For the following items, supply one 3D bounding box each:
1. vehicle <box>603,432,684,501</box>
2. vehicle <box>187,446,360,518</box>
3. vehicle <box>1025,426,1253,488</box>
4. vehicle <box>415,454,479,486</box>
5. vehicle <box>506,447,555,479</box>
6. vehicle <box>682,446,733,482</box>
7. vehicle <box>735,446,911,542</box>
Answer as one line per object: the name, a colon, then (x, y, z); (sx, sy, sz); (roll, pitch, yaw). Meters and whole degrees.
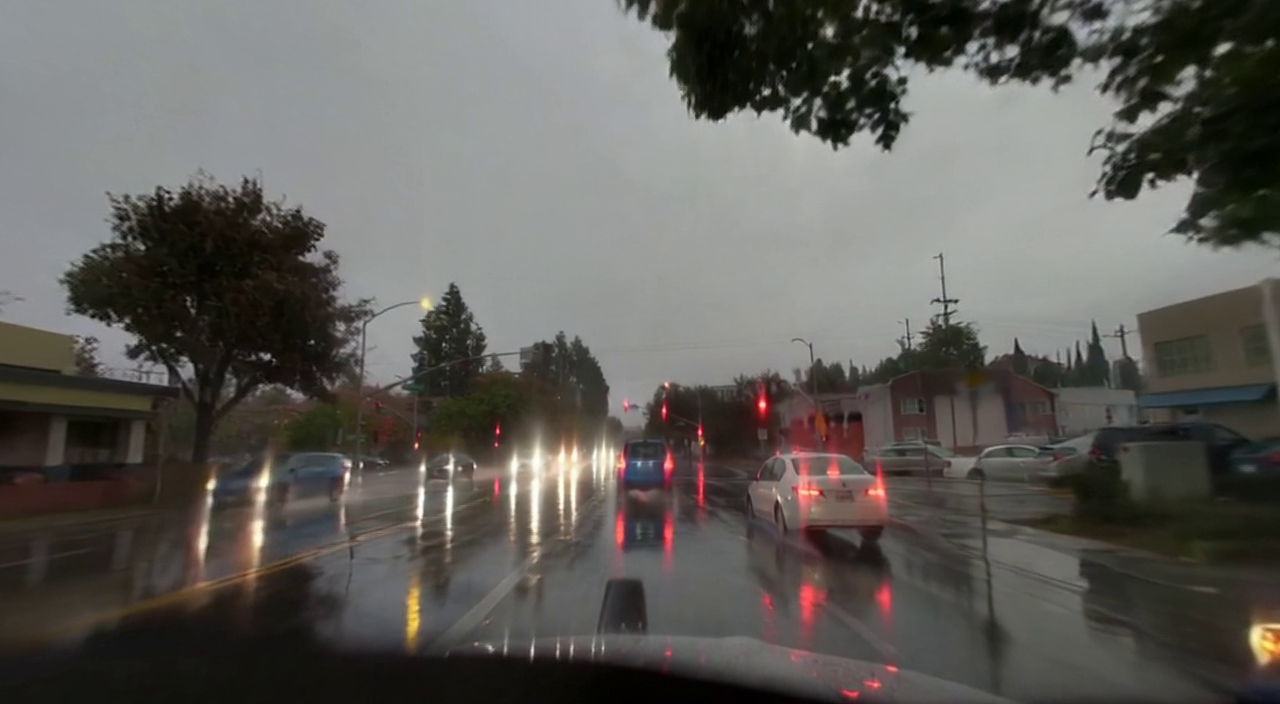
vehicle: (0.074, 3.560, 19.911); (2.296, 1.947, 4.168); (0, -9, 0)
vehicle: (-10.255, 3.610, 18.136); (2.161, 1.764, 4.725); (0, -9, 0)
vehicle: (13.704, 2.907, 17.472); (4.648, 1.583, 2.018); (0, -9, -2)
vehicle: (-10.037, 6.165, 33.066); (1.962, 1.458, 4.505); (0, -9, 0)
vehicle: (-6.416, 6.545, 37.327); (2.092, 1.802, 4.270); (0, -9, 1)
vehicle: (3.506, 5.888, 33.364); (2.138, 1.729, 4.178); (0, -9, -1)
vehicle: (3.206, 2.556, 12.066); (1.900, 1.478, 4.425); (0, -9, -2)
